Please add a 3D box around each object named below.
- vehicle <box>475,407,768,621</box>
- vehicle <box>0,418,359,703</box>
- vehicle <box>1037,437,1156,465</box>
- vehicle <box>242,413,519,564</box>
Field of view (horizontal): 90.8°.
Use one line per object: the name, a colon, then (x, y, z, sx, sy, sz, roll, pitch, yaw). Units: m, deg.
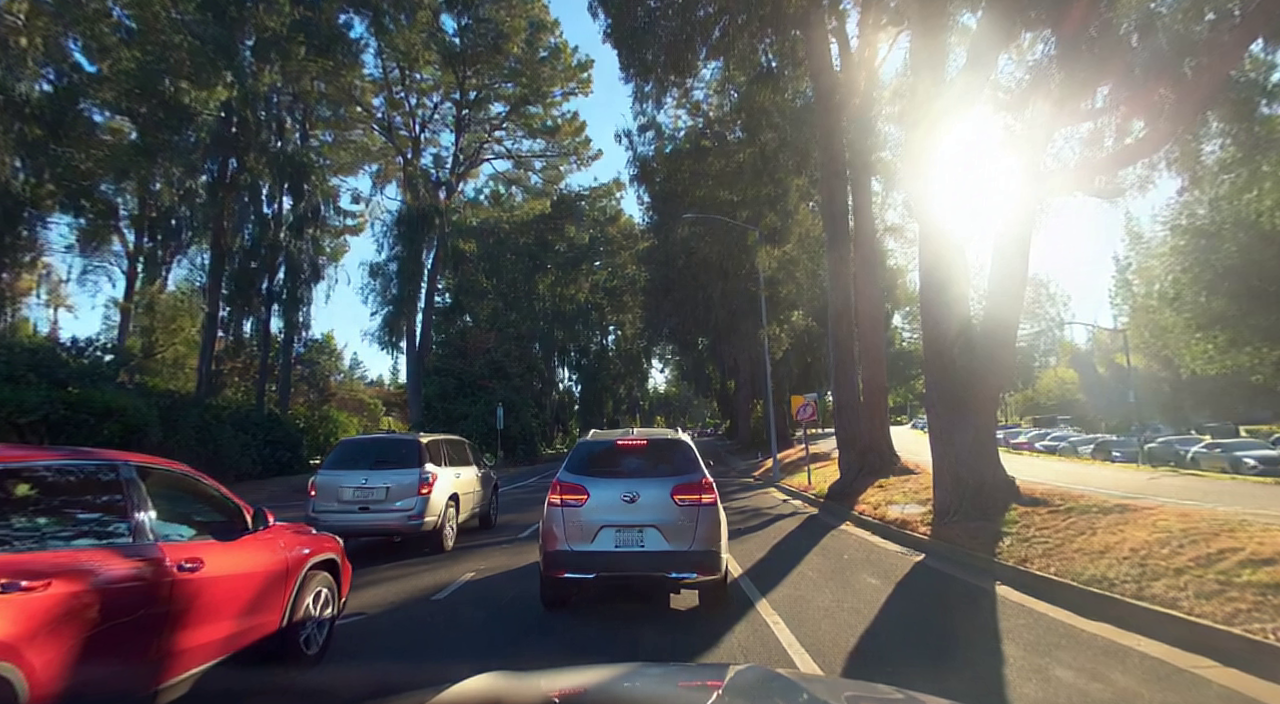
vehicle: (-0.037, 1.515, 6.828, 2.229, 1.591, 3.897, -1, -8, 4)
vehicle: (-3.656, 1.161, 3.626, 1.922, 1.464, 4.424, 0, -8, 2)
vehicle: (28.433, 6.164, 39.443, 5.955, 1.702, 2.166, 1, -8, -6)
vehicle: (-3.502, 1.939, 9.789, 2.188, 1.745, 4.618, 0, -8, 2)
